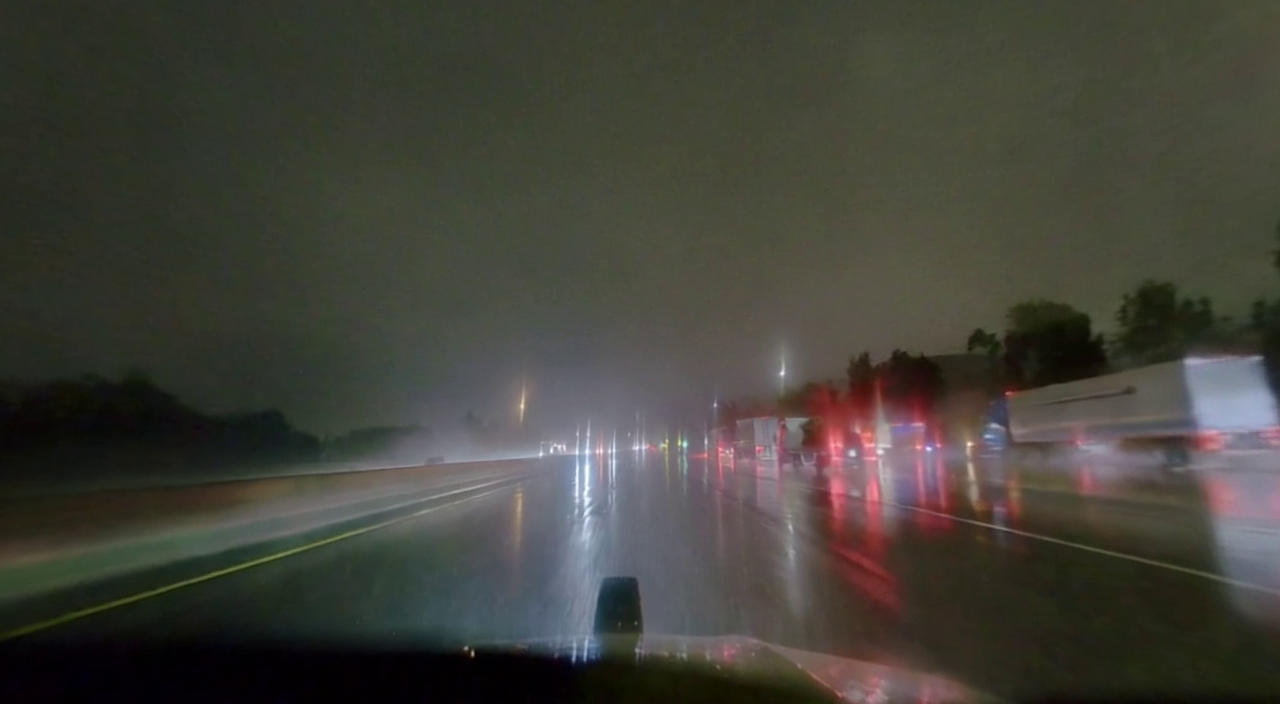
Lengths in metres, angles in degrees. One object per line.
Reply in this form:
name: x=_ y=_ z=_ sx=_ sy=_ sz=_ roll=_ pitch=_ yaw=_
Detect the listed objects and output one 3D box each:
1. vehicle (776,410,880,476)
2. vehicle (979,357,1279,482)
vehicle: x=11.448 y=5.847 z=39.909 sx=2.741 sy=3.505 sz=12.591 roll=0 pitch=-9 yaw=0
vehicle: x=20.952 y=3.404 z=28.715 sx=2.849 sy=4.148 sz=14.184 roll=-3 pitch=-9 yaw=0
